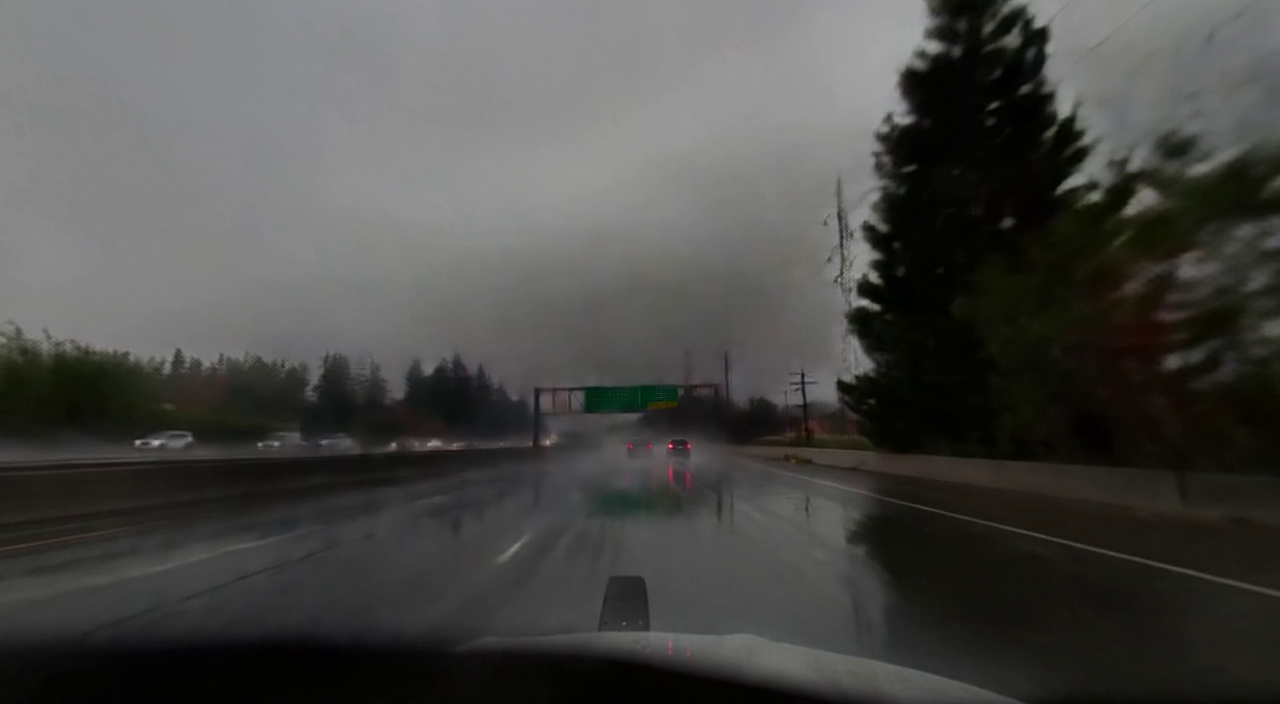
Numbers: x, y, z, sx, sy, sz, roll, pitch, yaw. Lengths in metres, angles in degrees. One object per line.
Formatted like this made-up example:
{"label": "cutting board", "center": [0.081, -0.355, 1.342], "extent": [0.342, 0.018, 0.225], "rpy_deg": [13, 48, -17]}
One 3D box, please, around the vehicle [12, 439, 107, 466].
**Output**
{"label": "vehicle", "center": [-33.853, 5.863, 36.923], "extent": [1.733, 1.474, 4.026], "rpy_deg": [0, -8, 0]}

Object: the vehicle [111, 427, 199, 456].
{"label": "vehicle", "center": [-30.041, 5.574, 39.267], "extent": [2.029, 1.709, 4.289], "rpy_deg": [0, -8, 0]}
